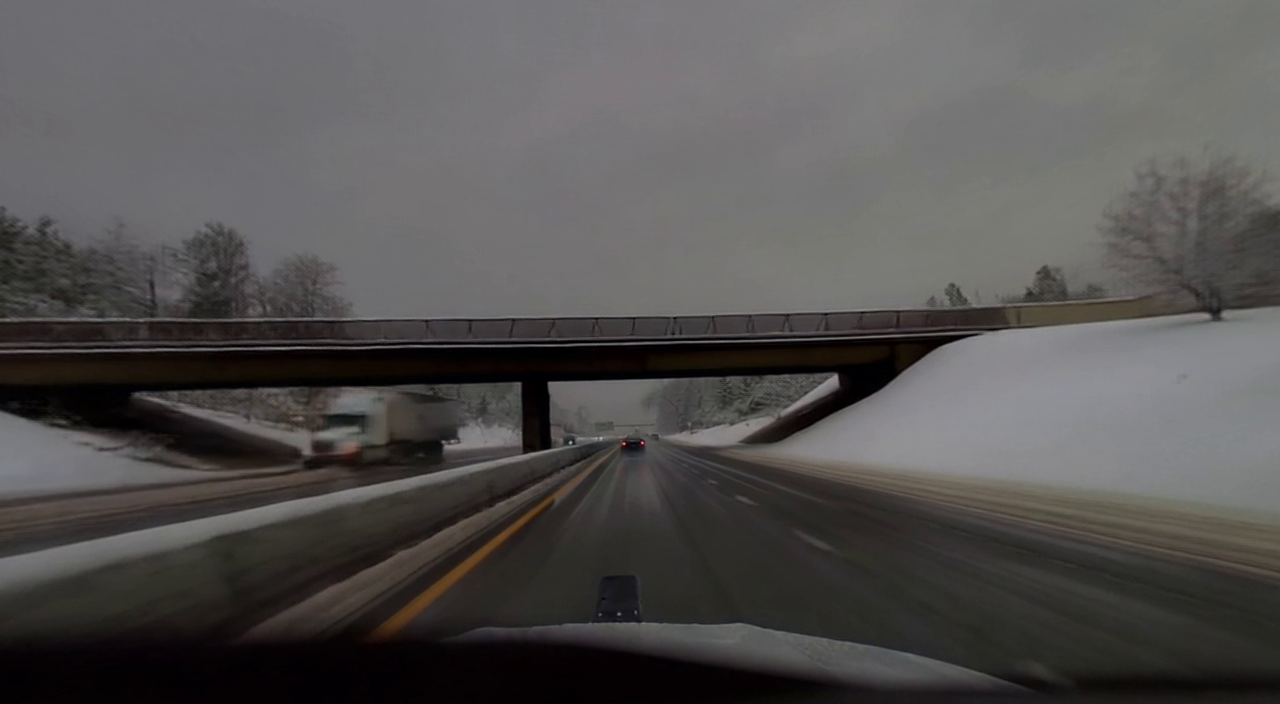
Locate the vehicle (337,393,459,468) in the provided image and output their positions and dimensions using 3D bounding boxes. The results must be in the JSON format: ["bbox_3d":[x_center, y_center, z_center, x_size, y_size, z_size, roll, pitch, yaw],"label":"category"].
[{"bbox_3d":[-14.178,4.814,38.374,2.764,3.825,11.730,0,-8,0],"label":"vehicle"}]

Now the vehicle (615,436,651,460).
[{"bbox_3d":[-0.436,5.671,37.426,1.996,1.325,4.029,0,-7,-1],"label":"vehicle"}]

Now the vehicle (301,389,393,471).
[{"bbox_3d":[-14.092,3.780,30.543,3.005,3.782,2.671,0,-8,-1],"label":"vehicle"}]
